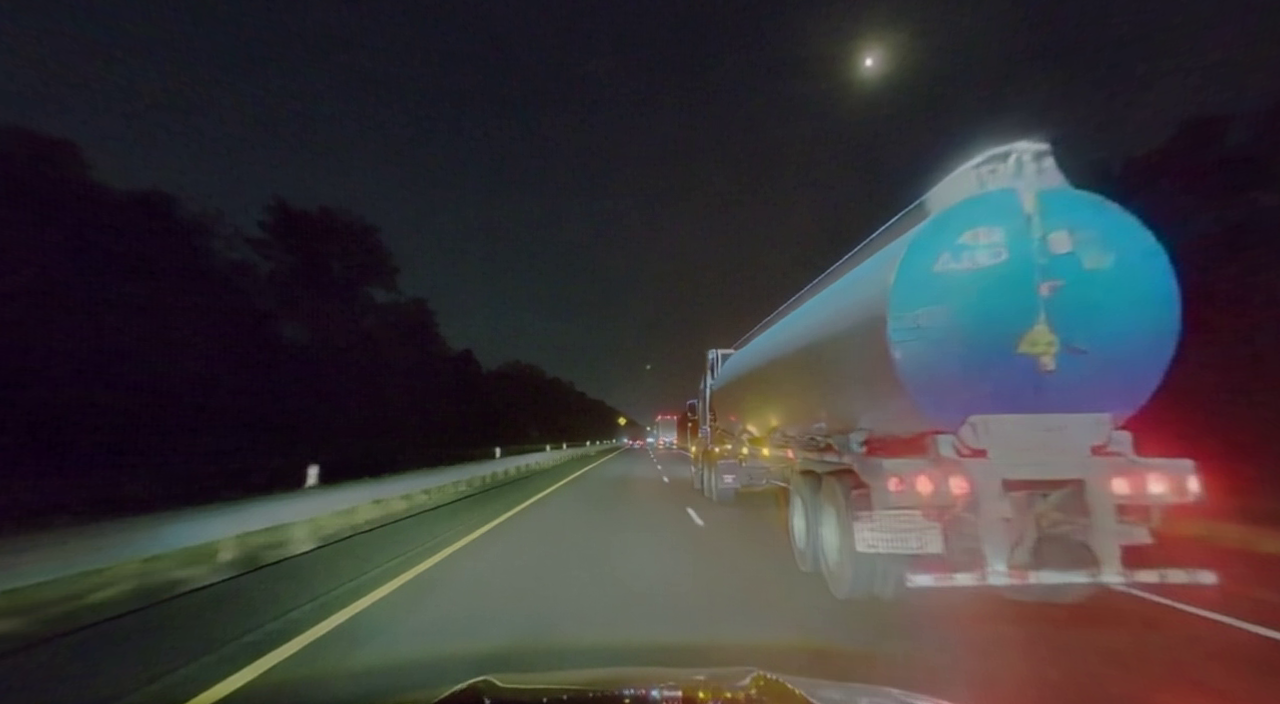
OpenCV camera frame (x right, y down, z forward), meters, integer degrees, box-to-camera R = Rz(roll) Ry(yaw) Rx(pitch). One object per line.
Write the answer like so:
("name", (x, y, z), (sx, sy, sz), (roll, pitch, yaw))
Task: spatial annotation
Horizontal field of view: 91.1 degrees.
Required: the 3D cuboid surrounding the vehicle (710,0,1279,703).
("vehicle", (3.077, 0.618, 8.113), (2.946, 3.745, 11.516), (1, -8, -1))
